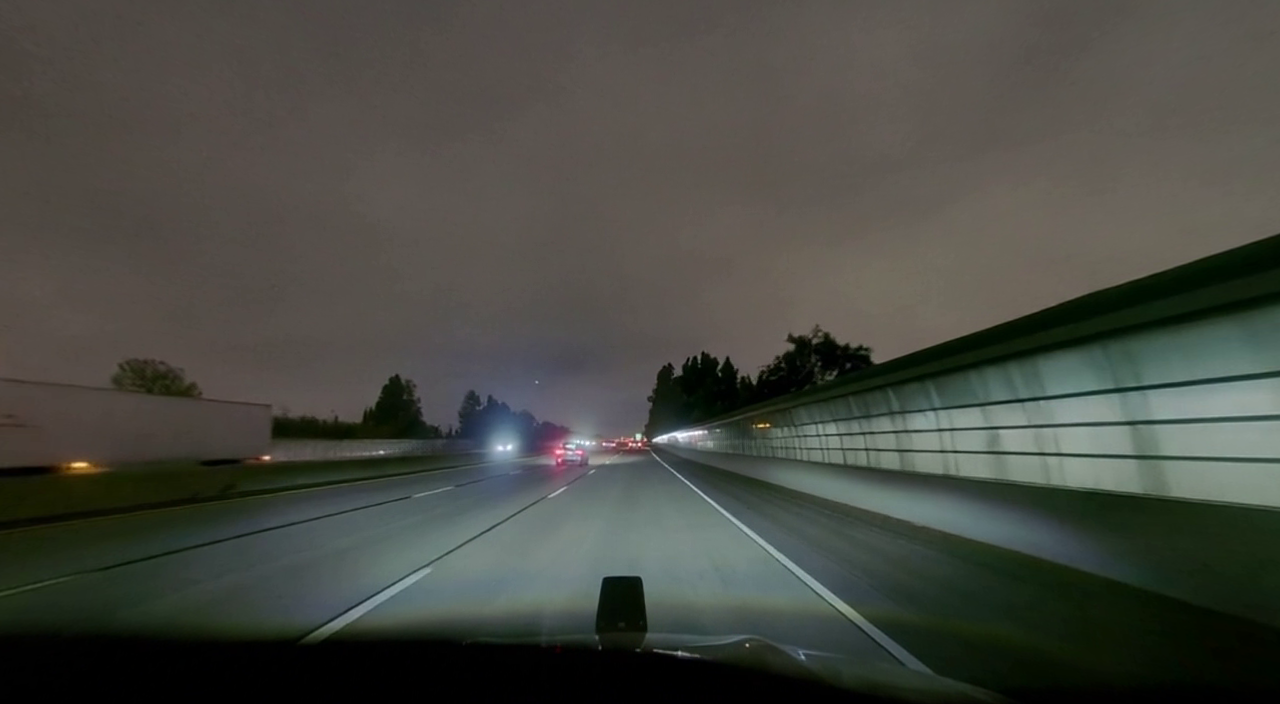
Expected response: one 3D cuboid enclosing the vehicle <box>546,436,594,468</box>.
[{"bbox_3d":[-3.614,5.286,33.250,2.059,1.541,4.296,0,-8,-1],"label":"vehicle"}]
